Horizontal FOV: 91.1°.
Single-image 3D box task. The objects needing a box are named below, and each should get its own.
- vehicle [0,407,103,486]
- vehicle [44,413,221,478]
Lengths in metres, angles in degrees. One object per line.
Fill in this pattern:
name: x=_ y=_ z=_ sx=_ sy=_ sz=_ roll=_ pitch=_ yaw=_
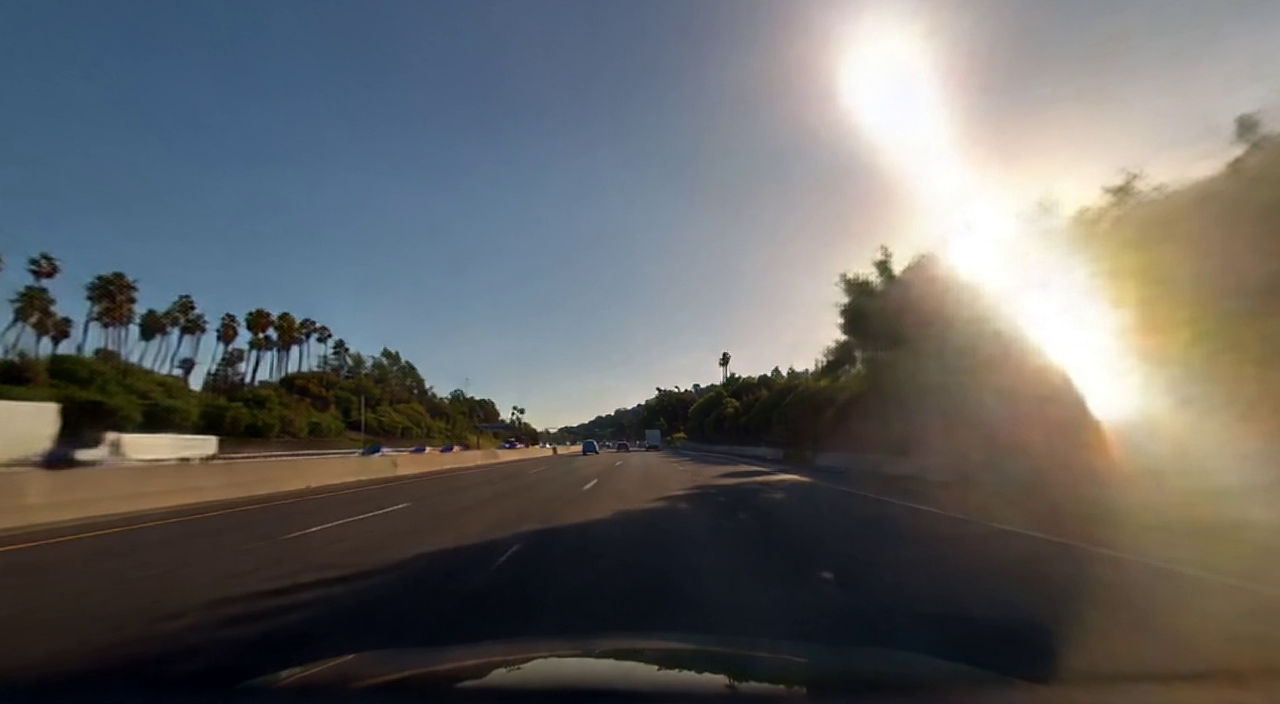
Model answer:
vehicle: x=-30.688 y=4.349 z=28.858 sx=2.791 sy=3.539 sz=10.161 roll=0 pitch=-8 yaw=1
vehicle: x=-30.702 y=5.761 z=38.812 sx=2.793 sy=3.516 sz=9.628 roll=0 pitch=-8 yaw=0
